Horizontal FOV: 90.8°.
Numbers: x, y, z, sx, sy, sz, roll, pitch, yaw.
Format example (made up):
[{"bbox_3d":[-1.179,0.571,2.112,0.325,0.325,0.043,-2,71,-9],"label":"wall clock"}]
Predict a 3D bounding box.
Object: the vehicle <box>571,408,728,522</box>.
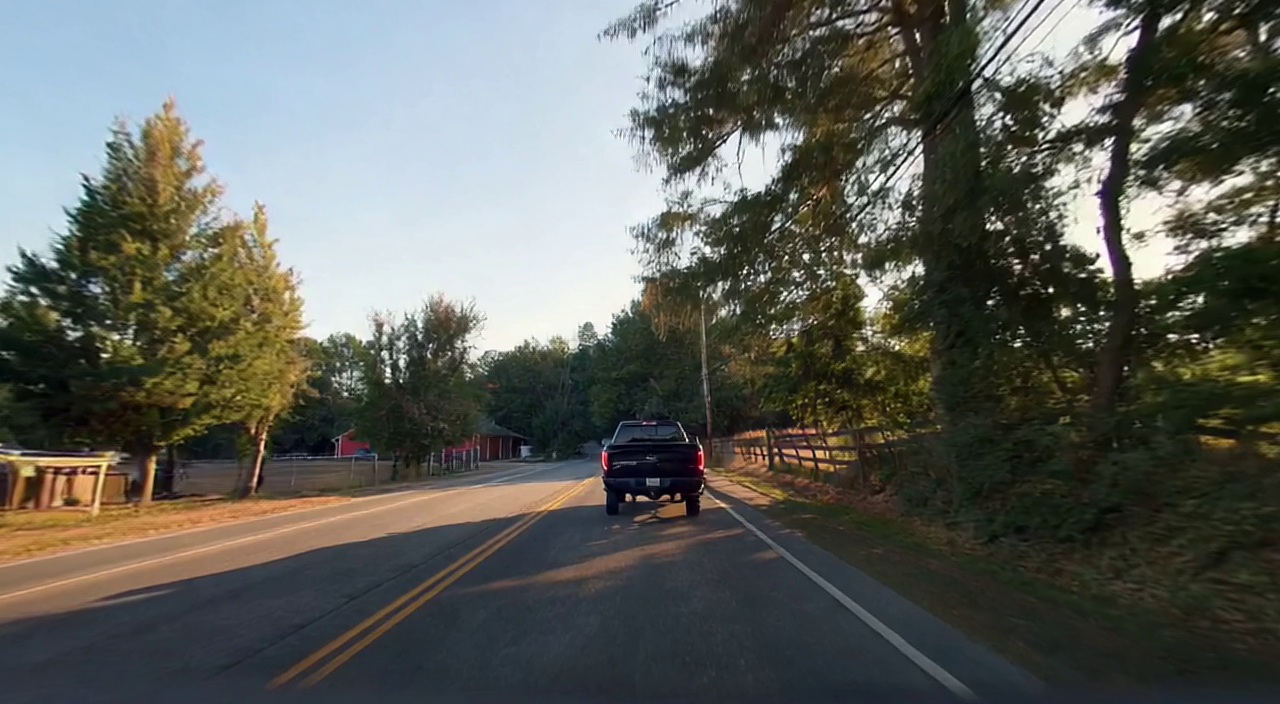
[{"bbox_3d":[0.148,2.426,14.127,2.693,1.941,6.356,0,-8,0],"label":"vehicle"}]
